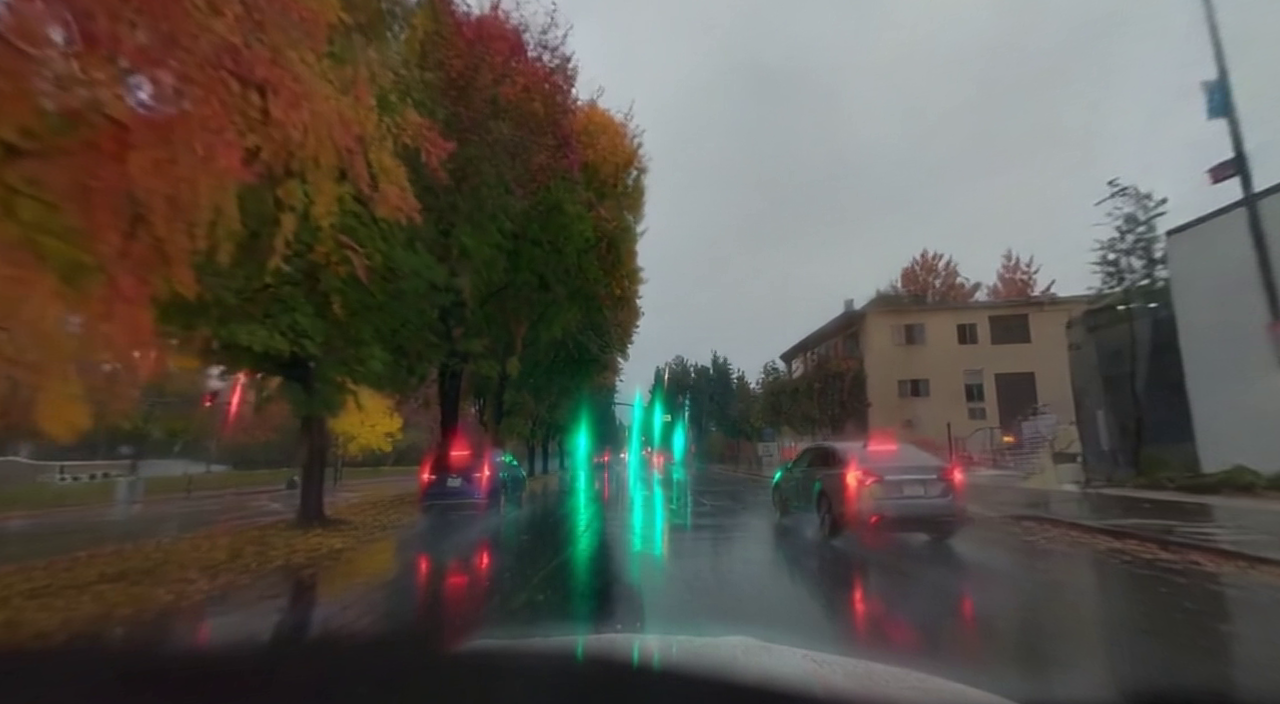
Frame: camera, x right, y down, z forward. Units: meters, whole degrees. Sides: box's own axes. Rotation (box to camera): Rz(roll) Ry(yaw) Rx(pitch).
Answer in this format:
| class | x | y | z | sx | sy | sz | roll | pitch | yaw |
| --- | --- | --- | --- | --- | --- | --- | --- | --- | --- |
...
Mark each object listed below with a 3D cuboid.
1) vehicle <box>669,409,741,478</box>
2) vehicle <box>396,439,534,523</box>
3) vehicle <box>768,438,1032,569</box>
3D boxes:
| class | x | y | z | sx | sy | sz | roll | pitch | yaw |
| --- | --- | --- | --- | --- | --- | --- | --- | --- | --- |
| vehicle | 3.765 | 5.748 | 39.544 | 3.003 | 3.680 | 10.684 | 0 | -8 | -2 |
| vehicle | -3.637 | 2.746 | 14.021 | 1.751 | 1.540 | 4.481 | 0 | -8 | 1 |
| vehicle | 3.444 | 2.088 | 9.643 | 1.915 | 1.449 | 4.970 | 0 | -8 | 0 |
